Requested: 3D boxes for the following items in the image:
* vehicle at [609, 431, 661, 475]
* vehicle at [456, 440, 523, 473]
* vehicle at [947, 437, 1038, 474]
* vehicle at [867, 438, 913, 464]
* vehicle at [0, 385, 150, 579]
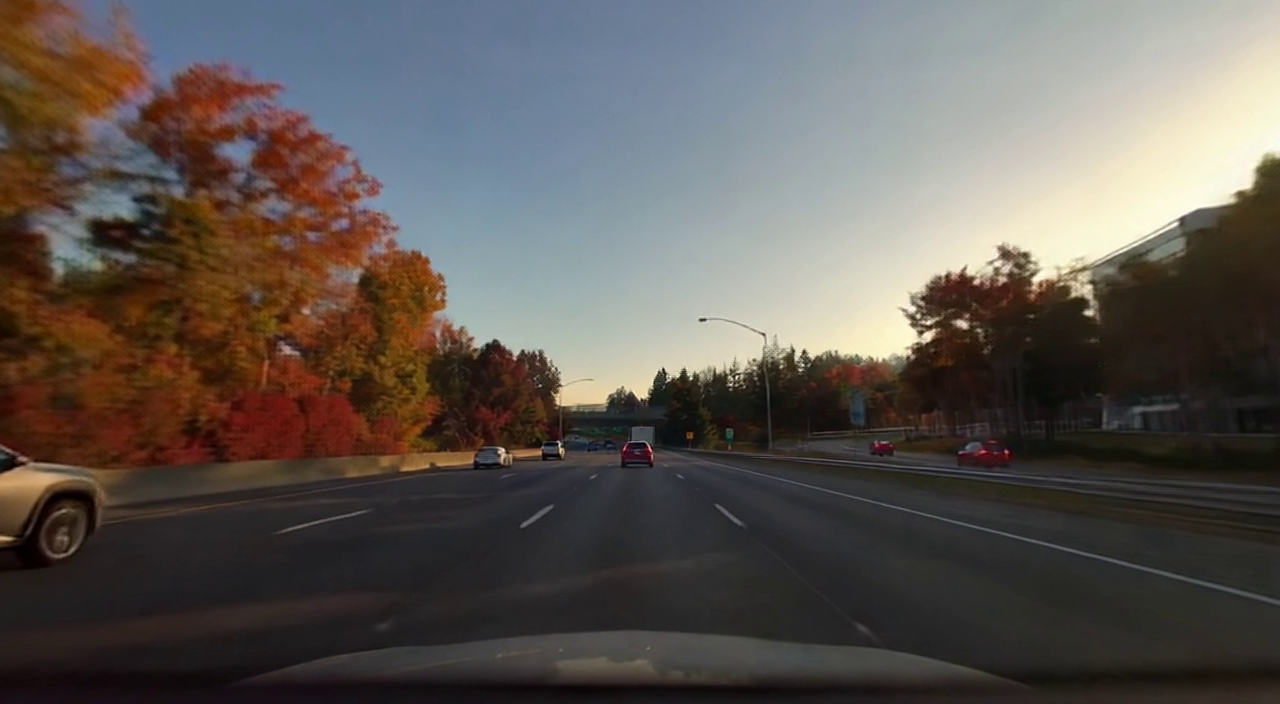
[{"bbox_3d":[-0.220,4.742,29.765,2.245,1.863,4.801,0,-9,0],"label":"vehicle"},{"bbox_3d":[-7.323,5.130,31.105,2.074,1.495,4.643,0,-9,1],"label":"vehicle"},{"bbox_3d":[17.328,5.099,31.291,2.019,1.657,4.582,0,-9,3],"label":"vehicle"},{"bbox_3d":[18.973,7.516,48.029,2.242,1.835,4.667,-1,-9,8],"label":"vehicle"},{"bbox_3d":[-7.172,1.119,5.228,2.146,1.834,4.999,0,-9,0],"label":"vehicle"}]
